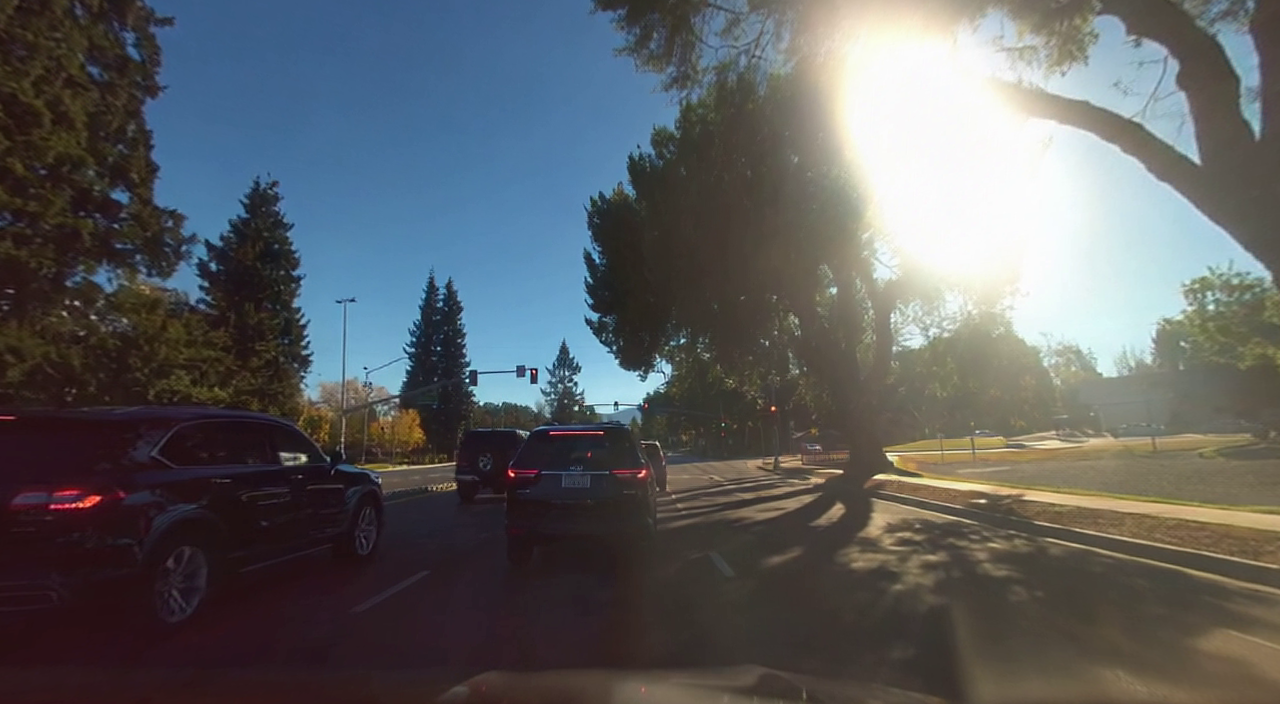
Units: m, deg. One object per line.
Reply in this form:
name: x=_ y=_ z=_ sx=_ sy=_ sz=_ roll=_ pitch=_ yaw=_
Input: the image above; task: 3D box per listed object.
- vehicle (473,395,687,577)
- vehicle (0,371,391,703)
vehicle: x=-0.523 y=1.703 z=8.871 sx=2.131 sy=1.793 sz=5.016 roll=0 pitch=-8 yaw=2
vehicle: x=-4.045 y=1.254 z=5.273 sx=2.009 sy=1.673 sz=4.454 roll=0 pitch=-8 yaw=1
